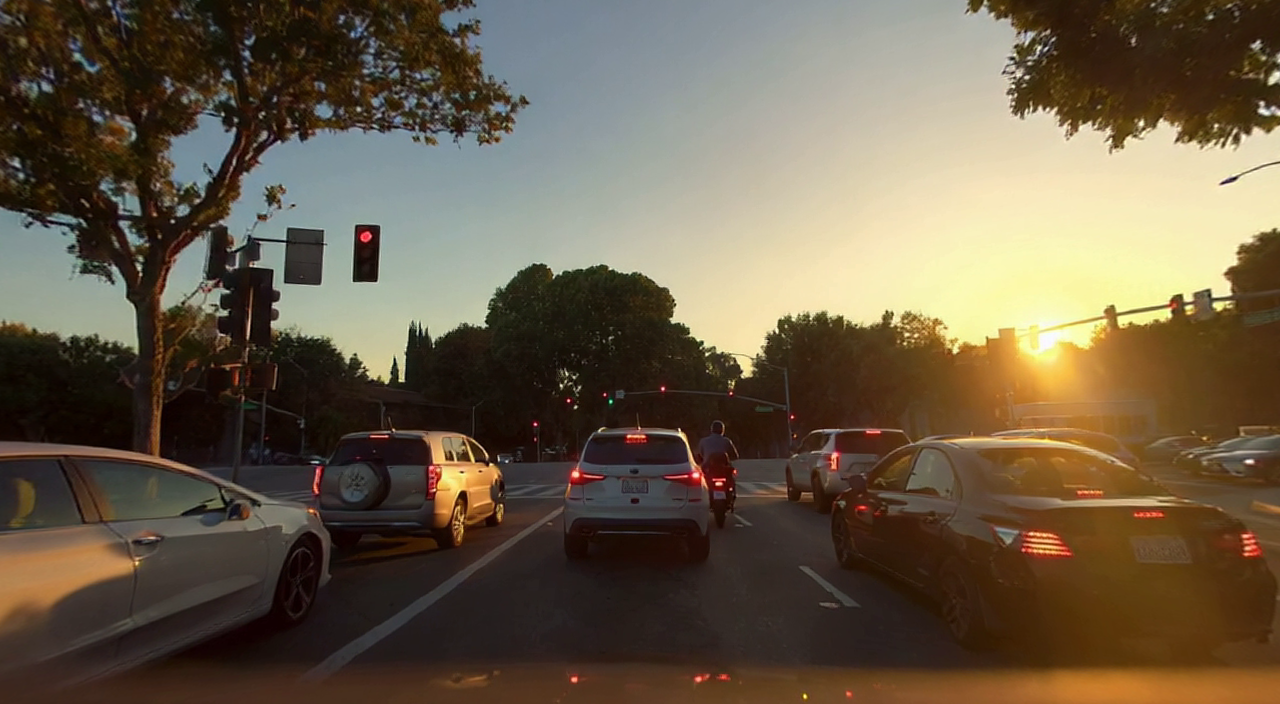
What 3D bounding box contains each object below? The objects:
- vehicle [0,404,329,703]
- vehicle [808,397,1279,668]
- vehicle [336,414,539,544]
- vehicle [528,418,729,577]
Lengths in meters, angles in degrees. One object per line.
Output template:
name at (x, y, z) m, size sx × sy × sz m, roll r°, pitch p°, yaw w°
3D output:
vehicle at (-3.340, 0.950, 2.372) m, size 1.863 × 1.495 × 4.667 m, roll 0°, pitch -8°, yaw 2°
vehicle at (3.249, 1.443, 6.198) m, size 2.006 × 1.659 × 4.462 m, roll 0°, pitch -8°, yaw 1°
vehicle at (-3.207, 2.117, 11.163) m, size 2.048 × 1.805 × 4.405 m, roll 0°, pitch -8°, yaw 1°
vehicle at (-0.089, 1.804, 8.557) m, size 2.106 × 1.655 × 3.717 m, roll 0°, pitch -8°, yaw 1°
